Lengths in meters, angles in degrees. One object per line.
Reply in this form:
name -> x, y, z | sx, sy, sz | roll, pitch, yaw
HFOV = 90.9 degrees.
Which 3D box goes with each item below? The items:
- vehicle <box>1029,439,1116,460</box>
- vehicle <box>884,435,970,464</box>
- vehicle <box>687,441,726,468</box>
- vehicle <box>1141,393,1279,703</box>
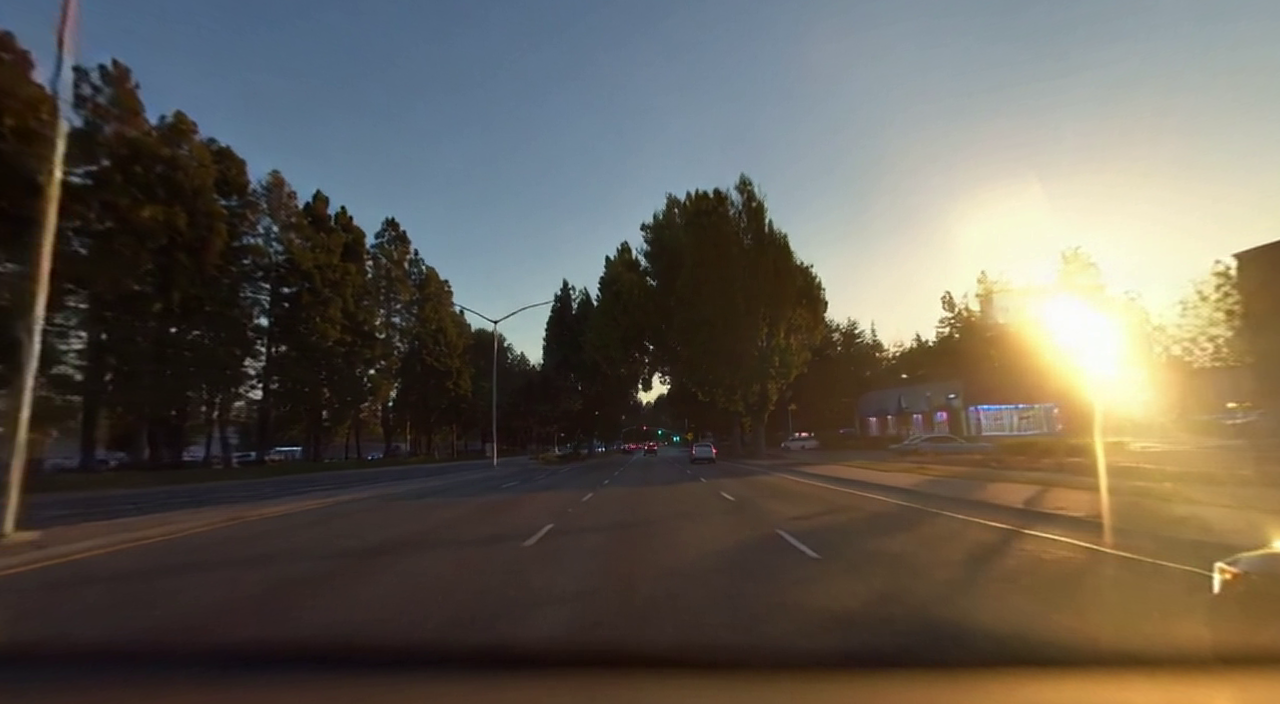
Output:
vehicle -> 32.545, 7.349, 47.526 | 5.080, 1.504, 1.946 | -9, -12, 44
vehicle -> 18.050, 6.153, 39.774 | 4.386, 1.701, 2.121 | -1, -9, 3
vehicle -> 4.290, 6.706, 41.473 | 2.007, 1.683, 4.171 | 0, -8, -1
vehicle -> 3.608, 0.679, 0.858 | 1.995, 1.528, 4.732 | 0, -9, 1
